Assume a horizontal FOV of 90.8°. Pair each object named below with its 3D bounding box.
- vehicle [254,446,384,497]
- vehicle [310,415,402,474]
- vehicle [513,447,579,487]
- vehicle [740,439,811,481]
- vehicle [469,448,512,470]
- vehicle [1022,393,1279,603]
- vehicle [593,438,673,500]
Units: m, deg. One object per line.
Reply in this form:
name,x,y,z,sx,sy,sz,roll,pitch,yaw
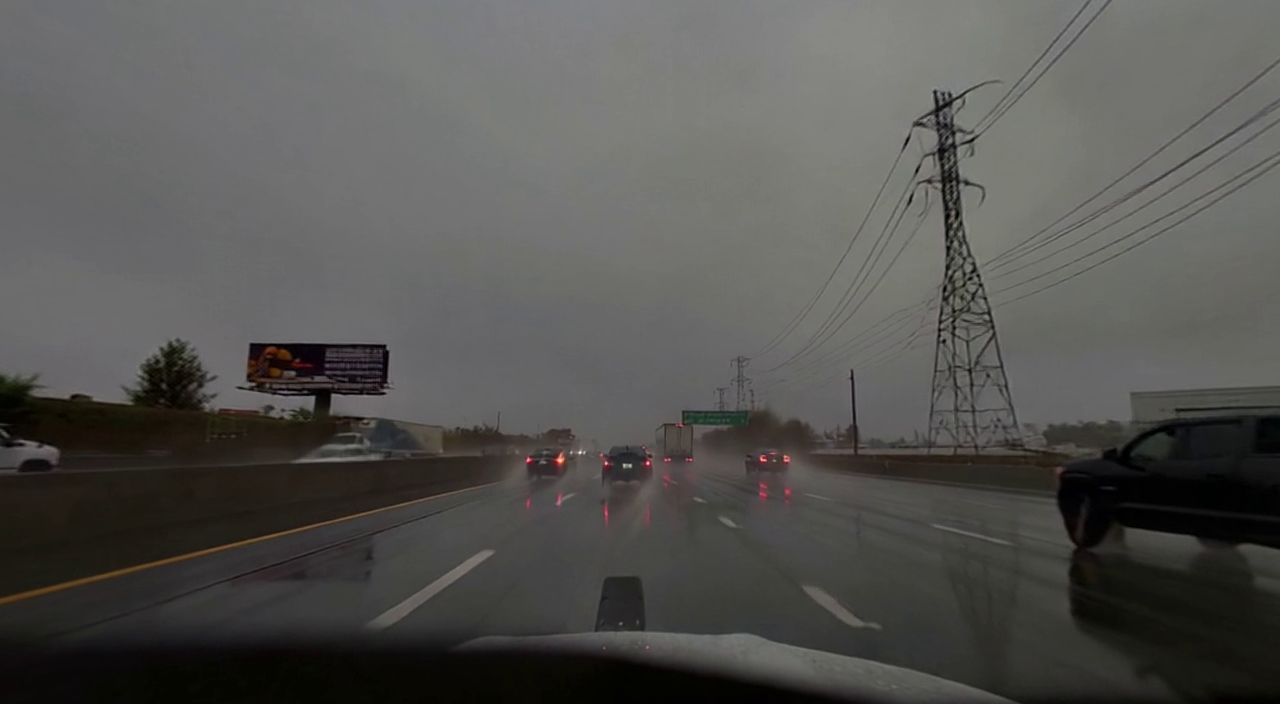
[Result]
vehicle,-10.553,3.933,21.214,2.008,1.500,4.376,0,-9,0
vehicle,-20.626,6.848,46.551,3.012,3.940,8.053,0,-9,-1
vehicle,-3.808,4.748,26.509,2.025,1.498,4.675,0,-9,1
vehicle,6.822,5.517,32.563,2.302,1.973,5.502,0,-9,-1
vehicle,-10.965,7.870,46.791,1.857,1.524,5.060,0,-9,1
vehicle,6.755,1.464,6.669,2.086,1.862,5.232,0,-9,-1
vehicle,-0.212,3.533,19.450,2.191,1.685,4.015,0,-9,-1
